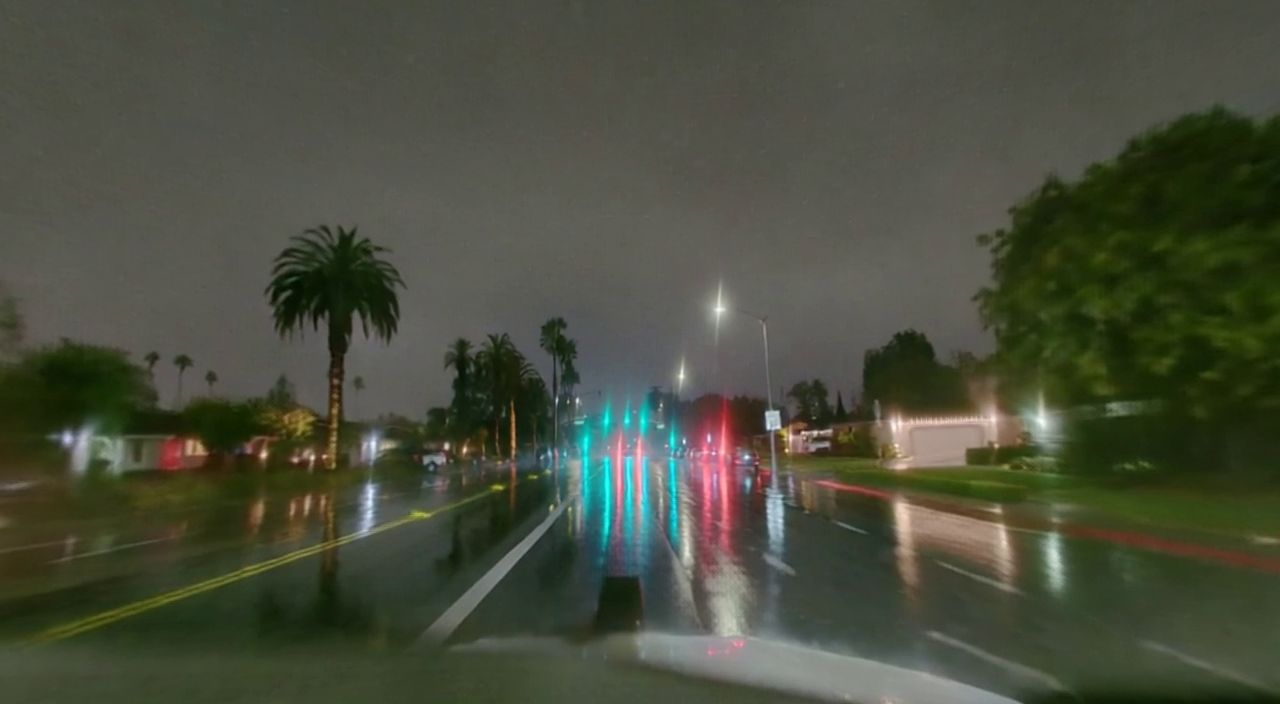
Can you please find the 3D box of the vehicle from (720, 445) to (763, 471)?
[{"bbox_3d":[6.237,6.569,39.336,1.947,1.505,4.759,0,-8,0],"label":"vehicle"}]

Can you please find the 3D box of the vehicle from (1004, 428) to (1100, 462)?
[{"bbox_3d":[24.090,5.510,37.229,2.135,1.787,4.888,0,-9,-3],"label":"vehicle"}]

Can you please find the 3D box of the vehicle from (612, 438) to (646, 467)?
[{"bbox_3d":[-0.844,7.005,44.260,2.248,1.833,4.798,0,-8,-2],"label":"vehicle"}]
